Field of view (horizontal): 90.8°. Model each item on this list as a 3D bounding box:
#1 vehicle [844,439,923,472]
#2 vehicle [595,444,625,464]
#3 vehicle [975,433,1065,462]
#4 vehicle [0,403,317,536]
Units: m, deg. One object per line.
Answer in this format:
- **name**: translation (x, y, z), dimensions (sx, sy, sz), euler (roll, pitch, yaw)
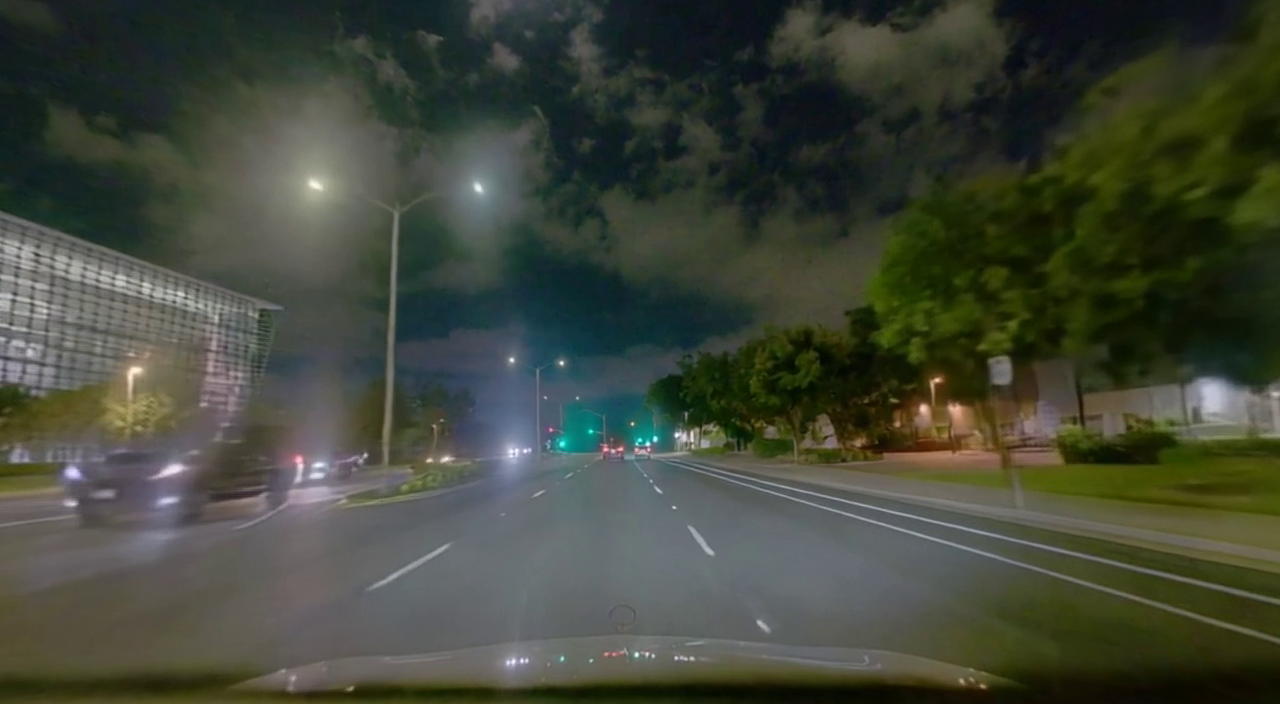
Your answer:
- **vehicle**: translation (12.407, 5.293, 32.496), dimensions (2.024, 1.575, 4.498), euler (0, -8, -4)
- **vehicle**: translation (-2.250, 7.525, 46.782), dimensions (2.080, 1.445, 4.096), euler (0, -8, -3)
- **vehicle**: translation (24.771, 6.239, 41.279), dimensions (4.463, 1.786, 2.110), euler (0, -8, -1)
- **vehicle**: translation (-9.074, 2.279, 12.604), dimensions (2.631, 1.990, 5.787), euler (0, -10, -5)
